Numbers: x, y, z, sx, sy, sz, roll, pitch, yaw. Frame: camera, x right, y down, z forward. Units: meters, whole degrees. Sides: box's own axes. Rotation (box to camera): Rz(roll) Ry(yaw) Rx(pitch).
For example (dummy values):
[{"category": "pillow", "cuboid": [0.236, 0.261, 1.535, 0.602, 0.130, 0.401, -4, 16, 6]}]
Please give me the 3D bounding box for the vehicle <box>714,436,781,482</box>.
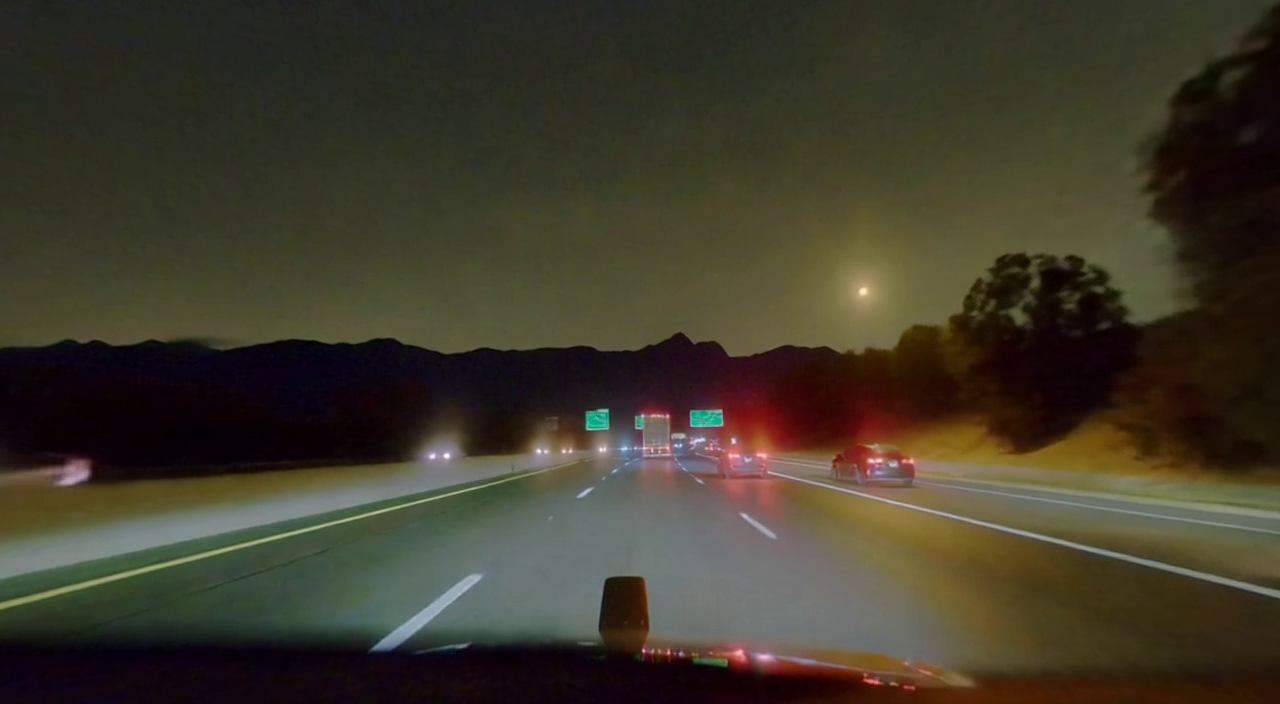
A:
[{"category": "vehicle", "cuboid": [4.110, 4.139, 24.724, 1.880, 1.624, 3.941, 0, -9, 0]}]
